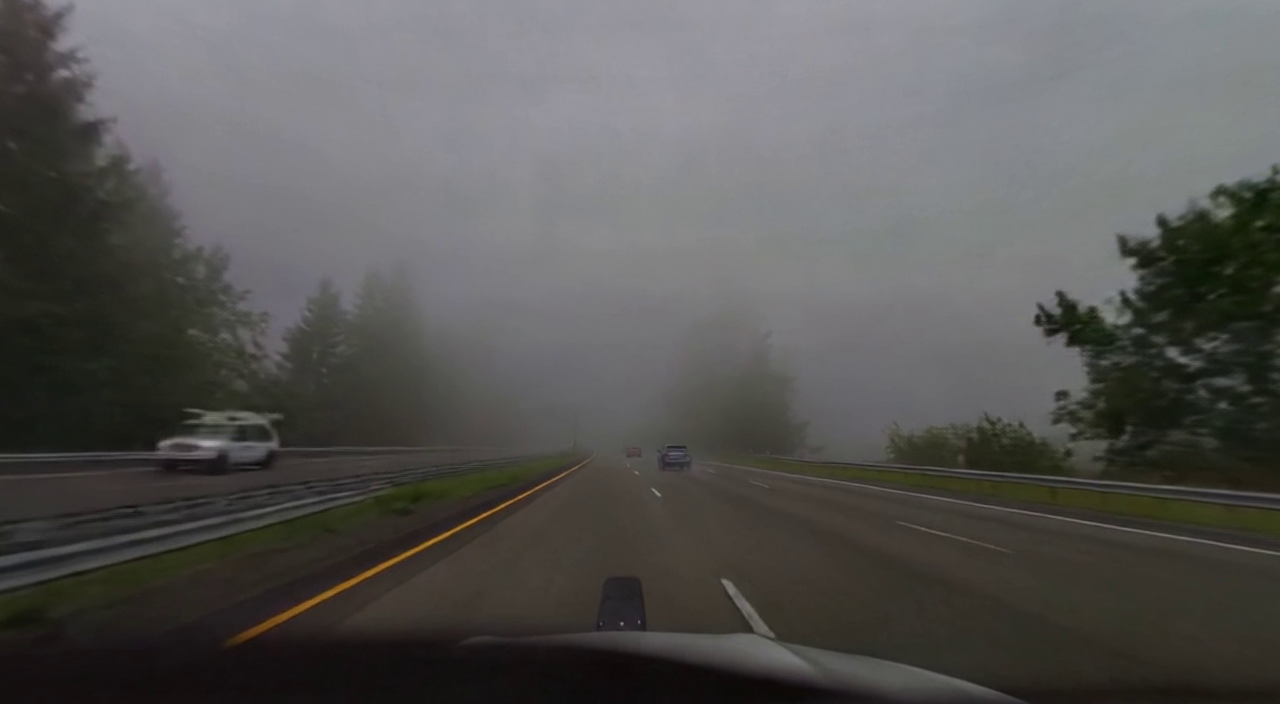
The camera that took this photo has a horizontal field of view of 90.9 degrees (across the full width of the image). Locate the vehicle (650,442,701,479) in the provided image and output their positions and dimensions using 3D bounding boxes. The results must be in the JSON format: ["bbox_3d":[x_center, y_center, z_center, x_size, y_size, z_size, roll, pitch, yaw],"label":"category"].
[{"bbox_3d":[1.573,5.008,29.405,2.011,1.590,3.607,1,-8,-3],"label":"vehicle"}]

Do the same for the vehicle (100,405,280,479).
[{"bbox_3d":[-15.134,3.116,21.746,2.293,2.215,5.346,1,-8,-2],"label":"vehicle"}]
